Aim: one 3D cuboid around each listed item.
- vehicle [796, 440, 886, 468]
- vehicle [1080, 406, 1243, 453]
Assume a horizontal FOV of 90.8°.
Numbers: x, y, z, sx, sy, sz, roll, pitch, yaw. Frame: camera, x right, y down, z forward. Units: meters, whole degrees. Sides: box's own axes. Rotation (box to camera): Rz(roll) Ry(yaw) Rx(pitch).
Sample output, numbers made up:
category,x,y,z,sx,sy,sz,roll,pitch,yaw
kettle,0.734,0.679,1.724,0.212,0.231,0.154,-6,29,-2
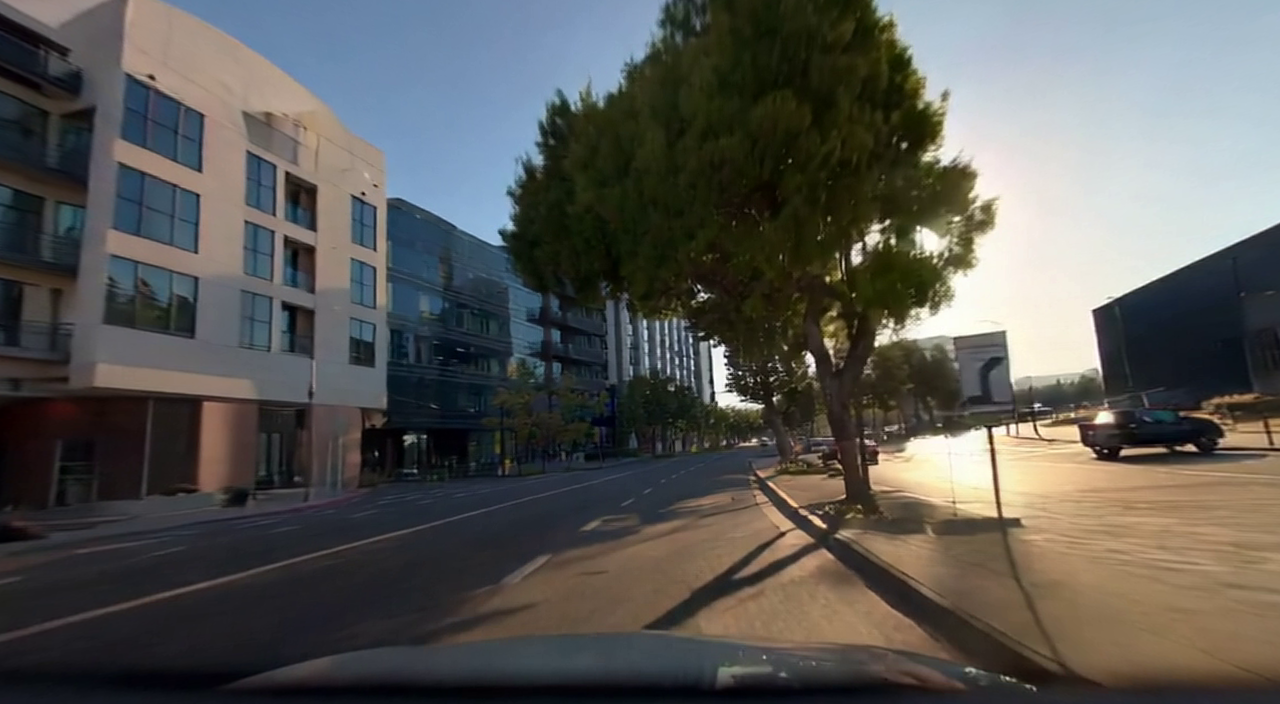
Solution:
category,x,y,z,sx,sy,sz,roll,pitch,yaw
vehicle,10.435,5.266,32.776,4.218,1.385,1.830,4,-9,-24
vehicle,21.225,3.251,26.002,4.871,1.757,2.014,-7,-11,37
